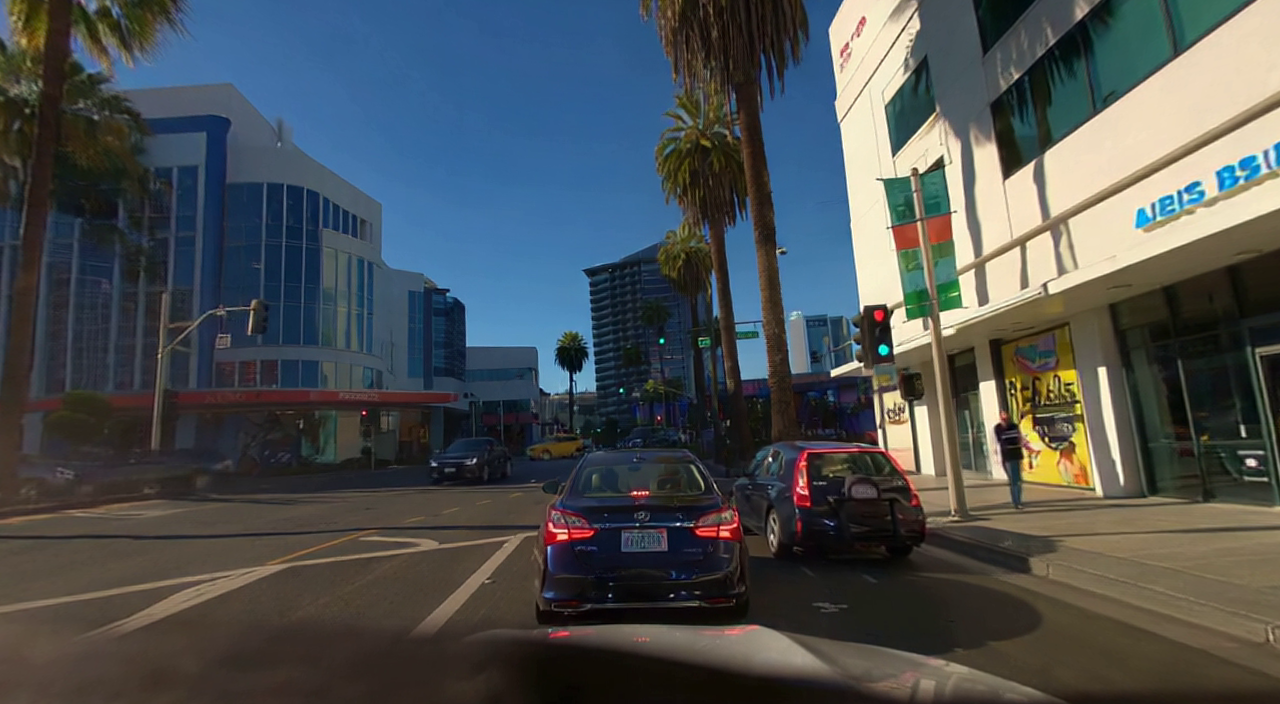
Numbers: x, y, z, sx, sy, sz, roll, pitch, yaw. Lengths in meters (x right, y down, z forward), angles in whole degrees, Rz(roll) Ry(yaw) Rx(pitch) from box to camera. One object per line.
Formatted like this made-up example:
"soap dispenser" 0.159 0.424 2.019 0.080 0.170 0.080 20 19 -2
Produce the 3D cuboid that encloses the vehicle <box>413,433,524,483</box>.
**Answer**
"vehicle" -5.585 3.513 21.206 2.052 1.478 4.395 -1 -8 7

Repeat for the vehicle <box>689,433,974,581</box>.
"vehicle" 2.169 1.920 8.862 2.090 1.466 4.676 1 -8 -7

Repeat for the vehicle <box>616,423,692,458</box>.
"vehicle" 0.962 5.461 38.998 2.190 1.964 5.614 -5 -10 30

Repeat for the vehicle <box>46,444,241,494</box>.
"vehicle" -16.819 3.919 21.674 1.896 1.492 4.808 -6 -10 35

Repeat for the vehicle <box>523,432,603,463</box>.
"vehicle" -4.725 5.941 39.481 2.029 1.822 5.090 -6 -10 35
